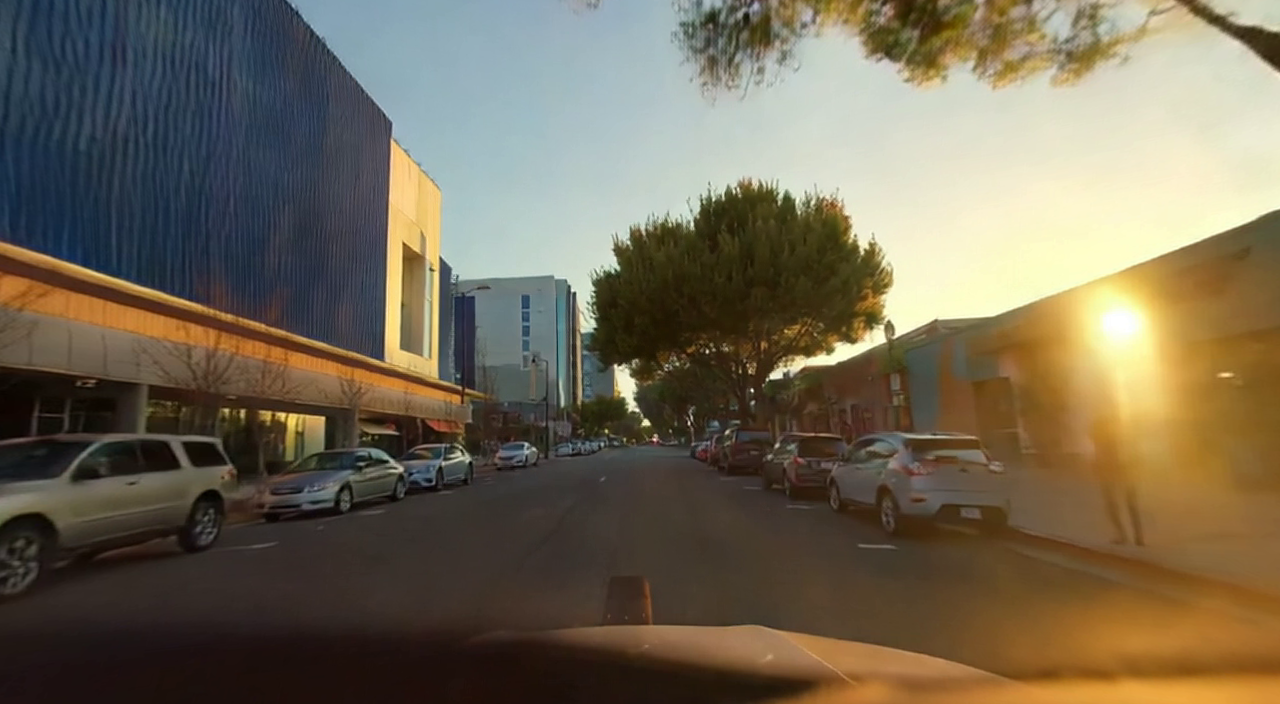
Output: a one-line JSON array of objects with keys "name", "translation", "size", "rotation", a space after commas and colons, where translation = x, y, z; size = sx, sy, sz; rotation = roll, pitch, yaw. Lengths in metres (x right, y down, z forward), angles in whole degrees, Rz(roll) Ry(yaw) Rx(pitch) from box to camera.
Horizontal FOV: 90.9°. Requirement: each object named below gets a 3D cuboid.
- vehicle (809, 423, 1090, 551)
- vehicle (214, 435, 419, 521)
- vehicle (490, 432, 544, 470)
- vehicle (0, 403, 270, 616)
[{"name": "vehicle", "translation": [4.298, 1.877, 9.880], "size": [1.973, 1.494, 4.867], "rotation": [0, -7, 0]}, {"name": "vehicle", "translation": [-7.000, 2.706, 14.409], "size": [2.001, 1.502, 4.851], "rotation": [-1, -6, 2]}, {"name": "vehicle", "translation": [-6.547, 5.285, 34.119], "size": [1.996, 1.770, 5.518], "rotation": [-1, -6, -2]}, {"name": "vehicle", "translation": [-6.938, 1.616, 7.605], "size": [2.238, 1.891, 4.780], "rotation": [-1, -5, -3]}]
